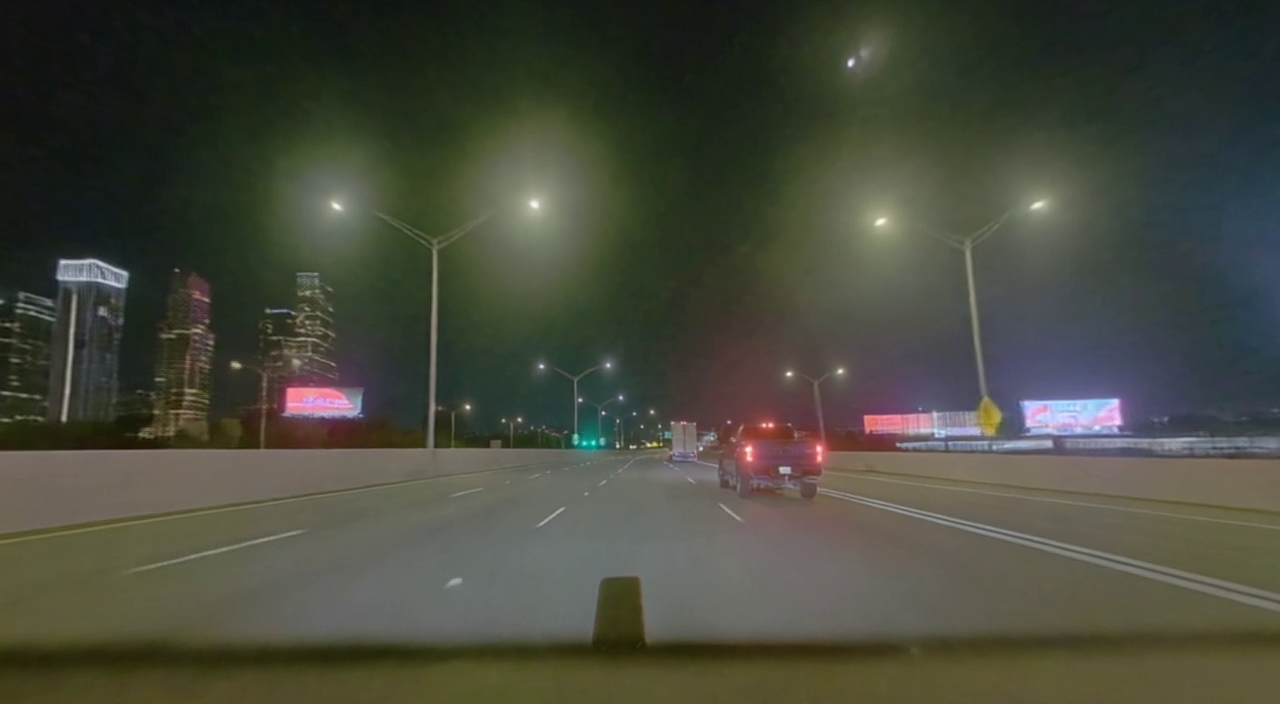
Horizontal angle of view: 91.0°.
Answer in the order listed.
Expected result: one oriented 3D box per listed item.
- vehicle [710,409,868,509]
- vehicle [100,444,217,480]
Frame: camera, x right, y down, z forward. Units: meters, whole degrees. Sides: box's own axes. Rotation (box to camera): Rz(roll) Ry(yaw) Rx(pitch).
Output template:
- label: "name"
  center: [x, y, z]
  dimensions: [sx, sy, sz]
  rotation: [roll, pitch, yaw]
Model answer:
- label: "vehicle"
  center: [3.583, 2.818, 16.871]
  dimensions: [2.740, 2.157, 6.300]
  rotation: [0, -9, 1]
- label: "vehicle"
  center: [-24.471, 5.611, 32.280]
  dimensions: [1.940, 1.663, 4.937]
  rotation: [-1, -9, 2]
